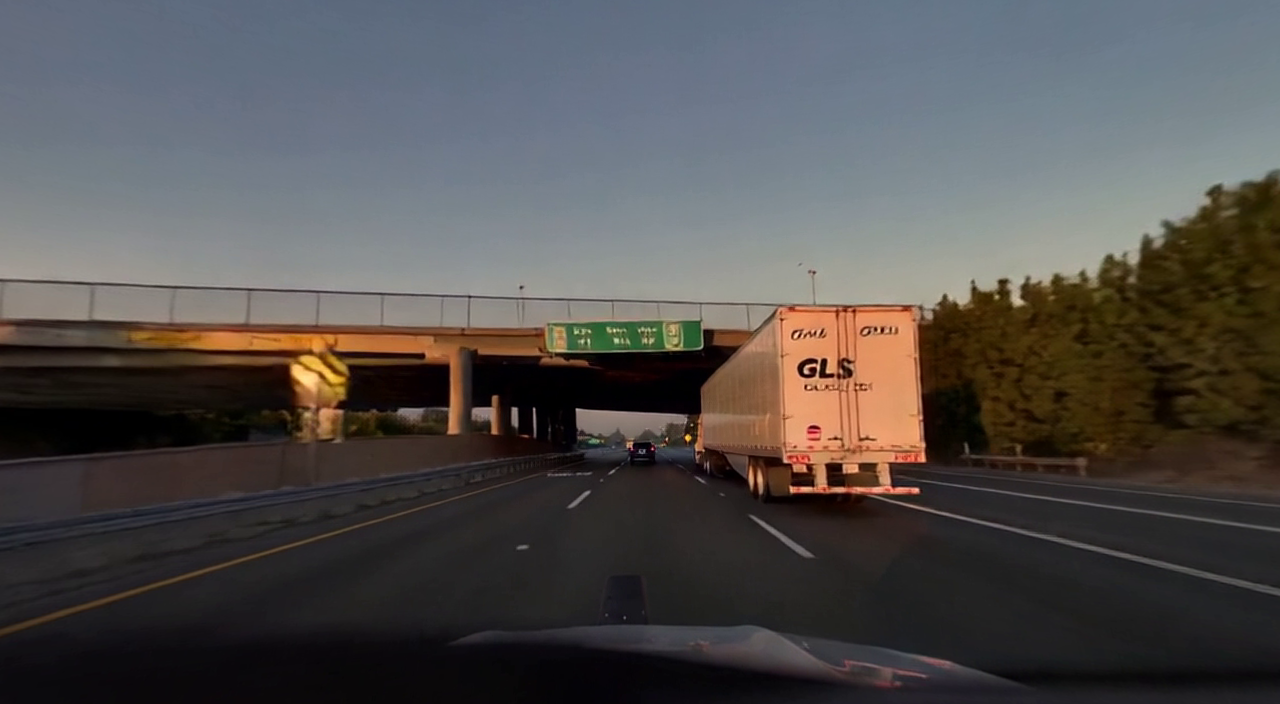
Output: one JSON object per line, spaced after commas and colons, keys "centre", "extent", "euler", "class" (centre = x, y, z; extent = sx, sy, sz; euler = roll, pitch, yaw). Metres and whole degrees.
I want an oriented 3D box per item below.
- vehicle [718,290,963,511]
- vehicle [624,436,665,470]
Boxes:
{"centre": [4.272, 1.598, 16.701], "extent": [3.014, 4.068, 10.359], "euler": [0, -8, 0], "class": "vehicle"}
{"centre": [0.238, 5.356, 33.570], "extent": [2.050, 1.654, 4.192], "euler": [0, -8, 0], "class": "vehicle"}
